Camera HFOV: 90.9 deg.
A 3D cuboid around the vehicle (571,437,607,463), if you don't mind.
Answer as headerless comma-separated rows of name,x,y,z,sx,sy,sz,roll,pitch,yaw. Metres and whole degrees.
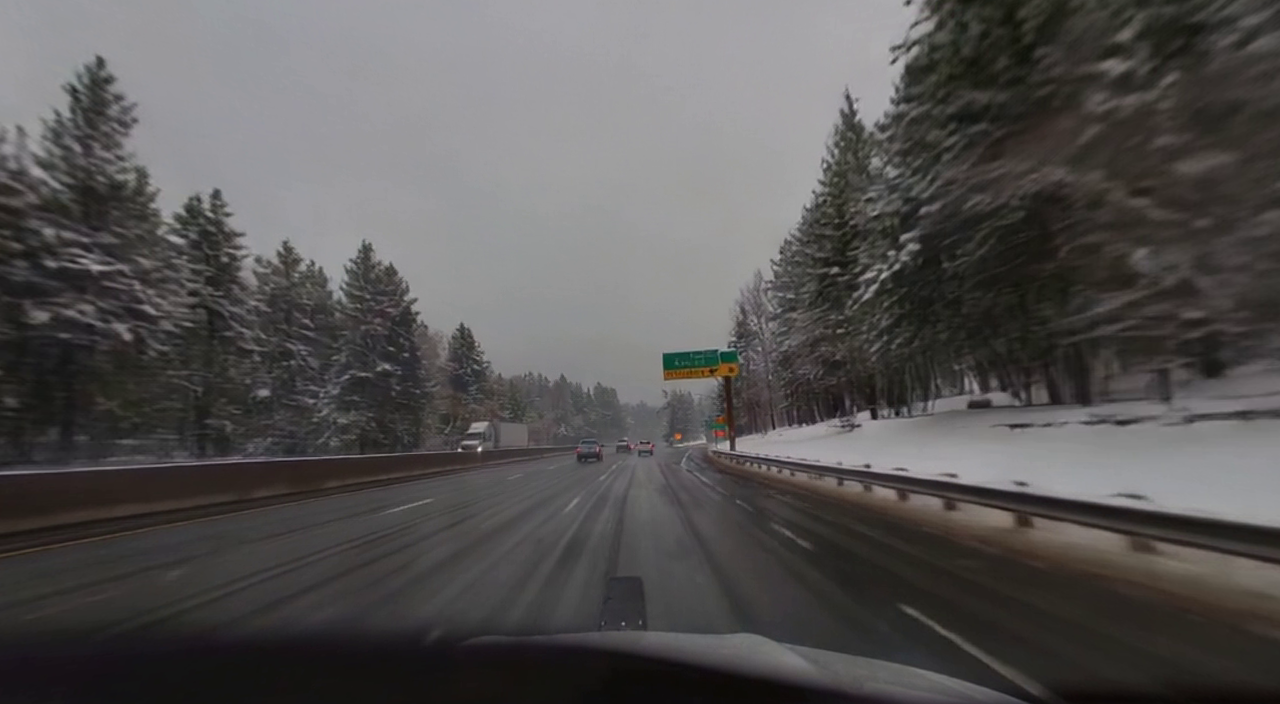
vehicle,-3.563,6.968,44.830,2.129,1.742,4.217,0,-8,1
